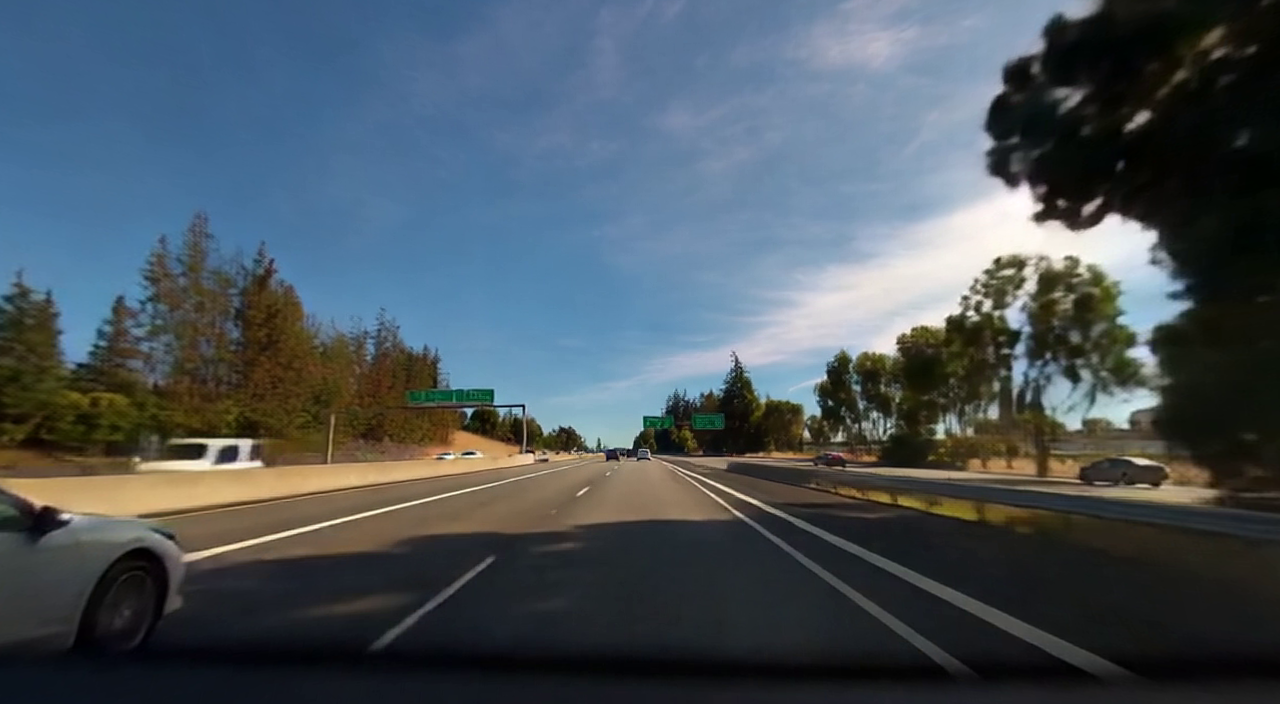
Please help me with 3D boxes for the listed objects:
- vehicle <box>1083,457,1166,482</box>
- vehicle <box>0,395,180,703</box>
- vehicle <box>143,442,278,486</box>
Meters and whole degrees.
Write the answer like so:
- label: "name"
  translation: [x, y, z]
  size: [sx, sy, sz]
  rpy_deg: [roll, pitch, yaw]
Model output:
- label: "vehicle"
  translation: [36.708, 8.878, 47.888]
  size: [4.726, 1.766, 1.973]
  rpy_deg: [-8, -12, 41]
- label: "vehicle"
  translation: [-4.078, 0.855, 2.012]
  size: [1.988, 1.585, 4.215]
  rpy_deg: [0, -9, 0]
- label: "vehicle"
  translation: [-16.221, 4.249, 24.197]
  size: [2.033, 1.526, 4.528]
  rpy_deg: [0, -9, 0]
